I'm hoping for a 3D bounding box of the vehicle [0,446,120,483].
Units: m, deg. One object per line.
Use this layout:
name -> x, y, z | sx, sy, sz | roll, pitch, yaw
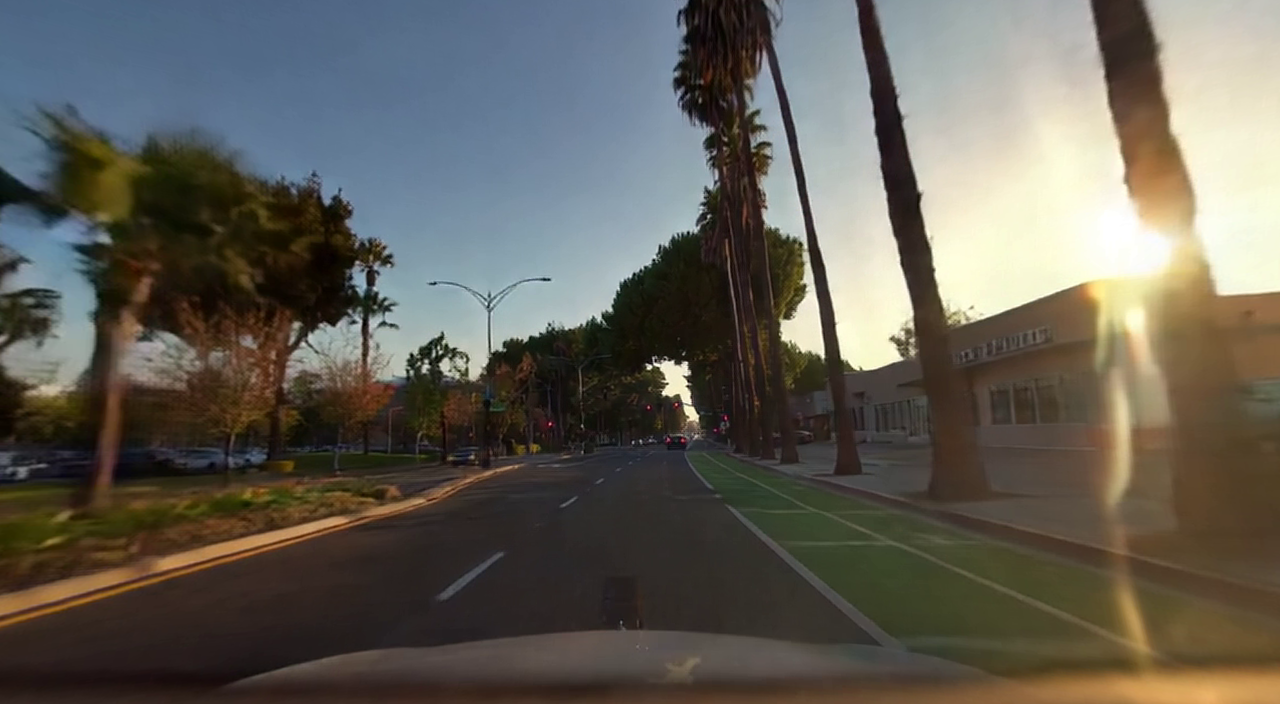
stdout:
vehicle -> -30.477, 5.778, 32.664 | 5.174, 1.778, 2.292 | -1, -8, 3
